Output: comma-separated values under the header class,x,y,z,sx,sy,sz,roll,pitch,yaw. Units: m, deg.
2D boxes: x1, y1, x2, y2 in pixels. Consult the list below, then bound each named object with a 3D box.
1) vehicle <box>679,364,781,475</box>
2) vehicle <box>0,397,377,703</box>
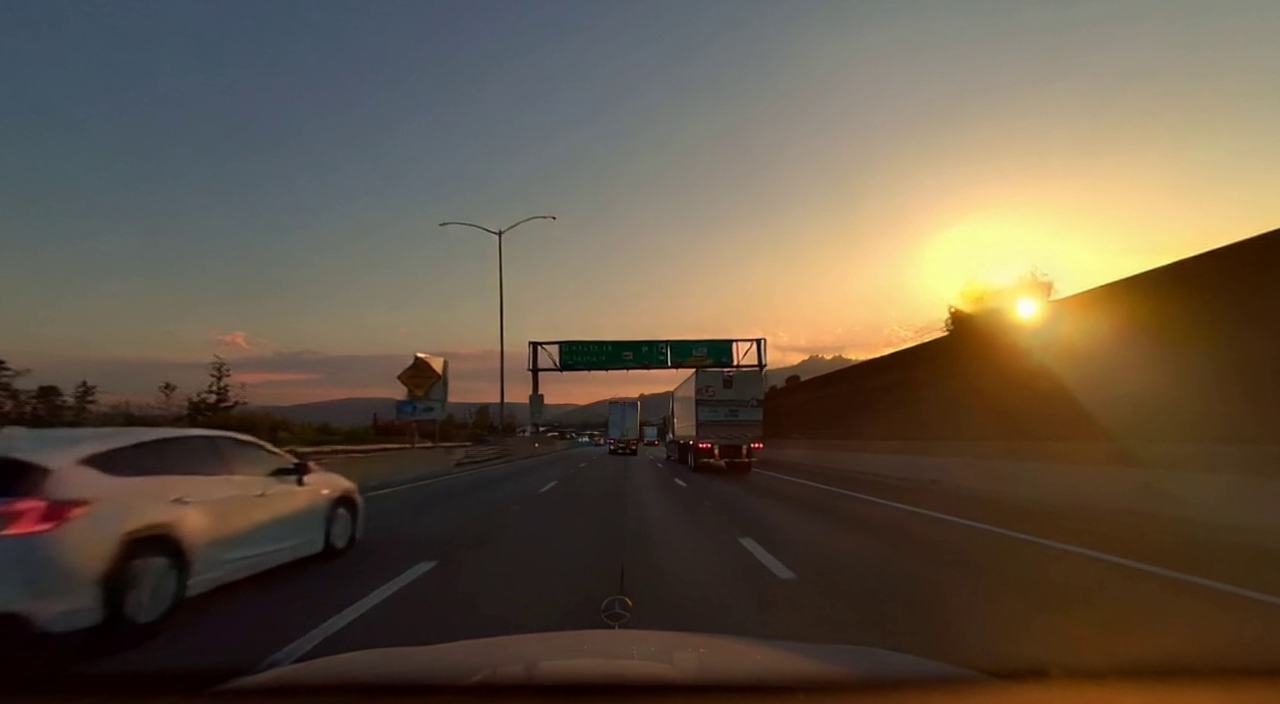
class,x,y,z,sx,sy,sz,roll,pitch,yaw
vehicle,3.516,2.984,27.073,2.873,3.998,8.286,0,-8,-2
vehicle,-4.107,1.231,4.621,2.208,1.542,5.138,0,-8,-1
